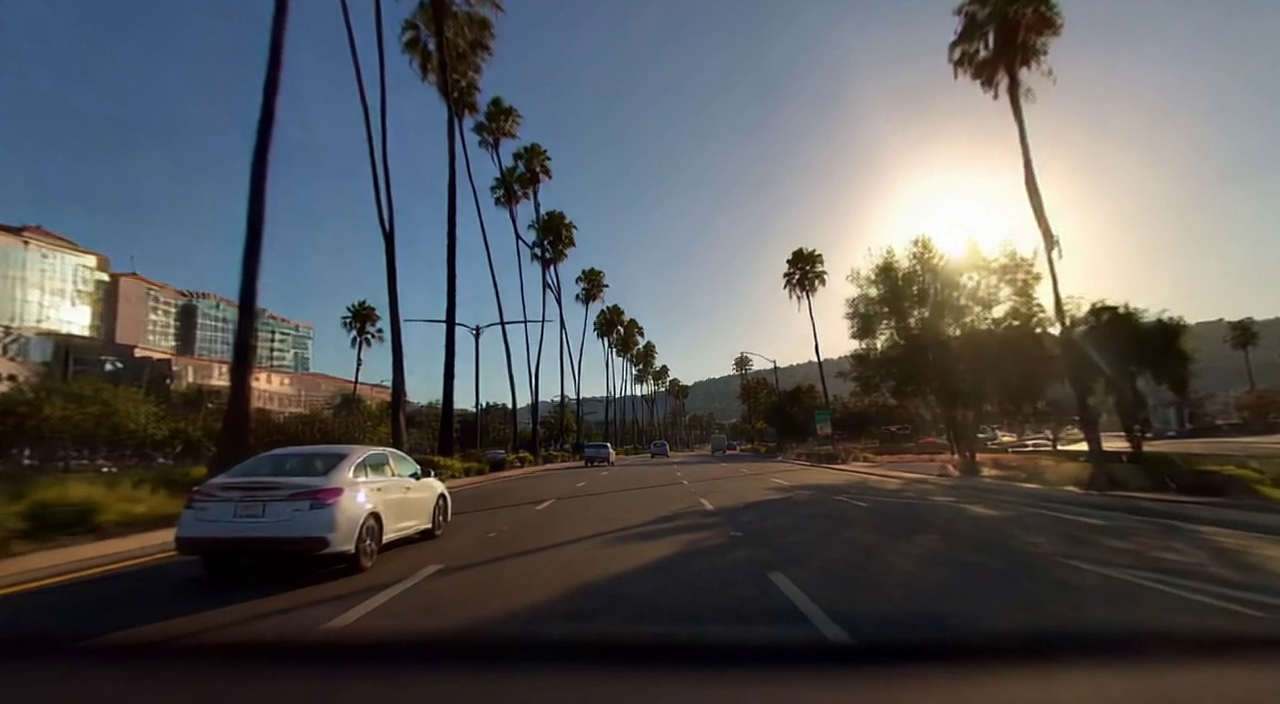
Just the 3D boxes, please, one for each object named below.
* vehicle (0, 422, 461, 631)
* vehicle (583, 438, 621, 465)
[{"bbox_3d":[-3.754,1.604,6.945,2.036,1.478,4.771,0,-8,1],"label":"vehicle"},{"bbox_3d":[-2.767,7.316,46.311,2.188,1.819,4.667,-1,-8,4],"label":"vehicle"}]
